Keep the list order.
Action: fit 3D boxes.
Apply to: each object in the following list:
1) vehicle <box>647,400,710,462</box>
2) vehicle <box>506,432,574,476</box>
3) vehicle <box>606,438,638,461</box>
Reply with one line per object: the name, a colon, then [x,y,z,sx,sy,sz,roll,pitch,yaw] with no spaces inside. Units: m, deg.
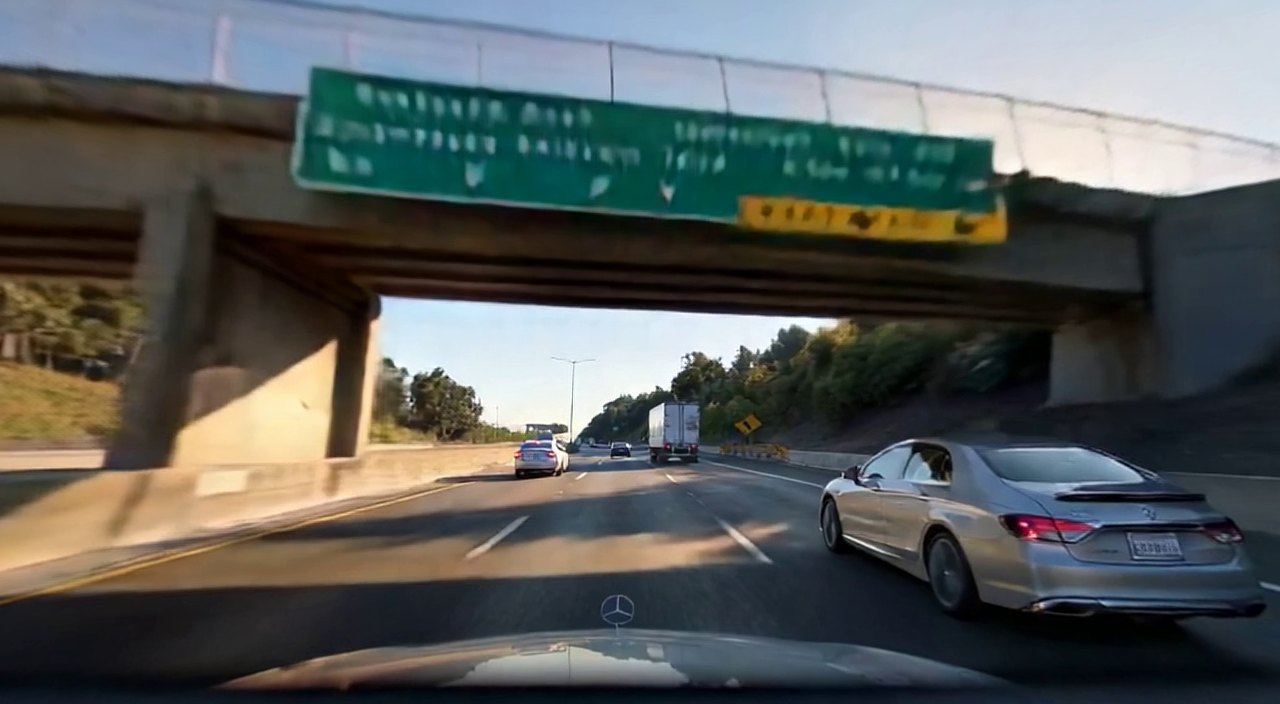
vehicle: [2.588,6.167,48.356,3.301,4.034,13.722,0,-8,-3]
vehicle: [-4.326,4.491,28.050,2.377,1.747,4.703,0,-8,-1]
vehicle: [-1.295,6.844,44.253,2.125,1.542,3.816,0,-8,-2]
